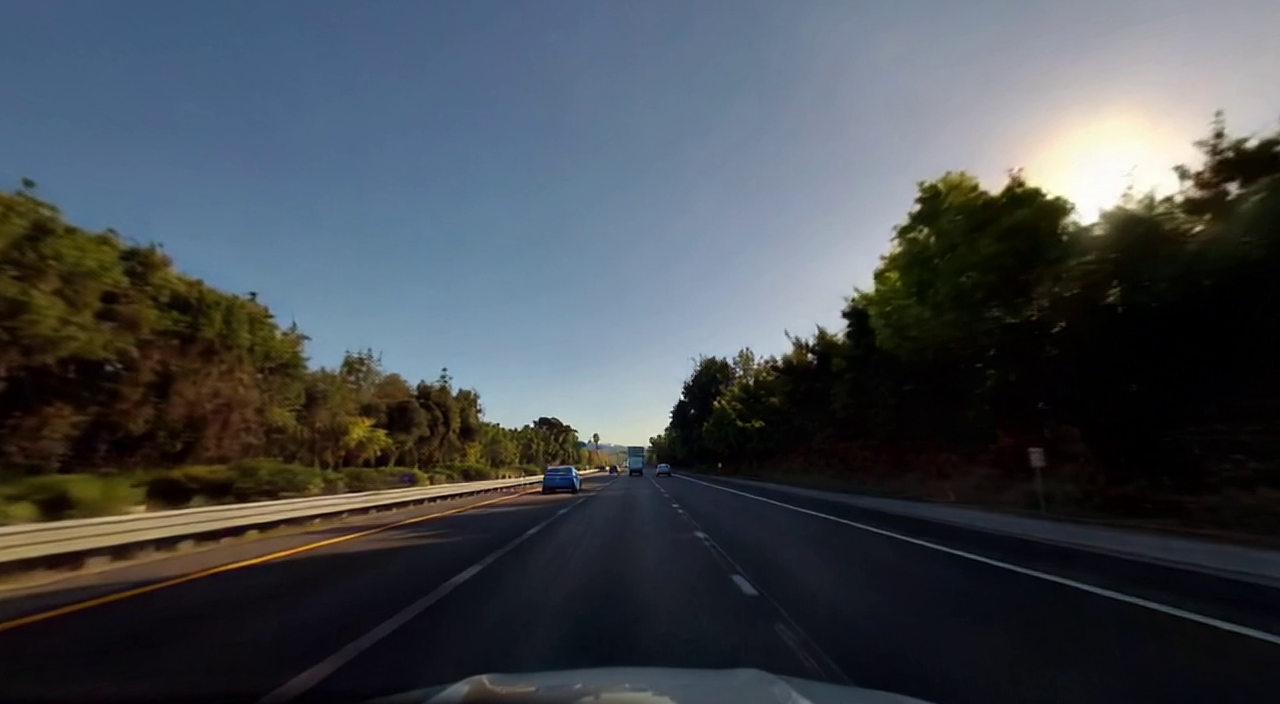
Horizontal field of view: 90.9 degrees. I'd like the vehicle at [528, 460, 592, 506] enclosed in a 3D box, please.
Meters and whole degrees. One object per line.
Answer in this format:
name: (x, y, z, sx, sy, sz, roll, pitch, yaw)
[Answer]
vehicle: (-2.908, 4.879, 23.717, 1.797, 1.532, 4.072, 1, -10, 1)
